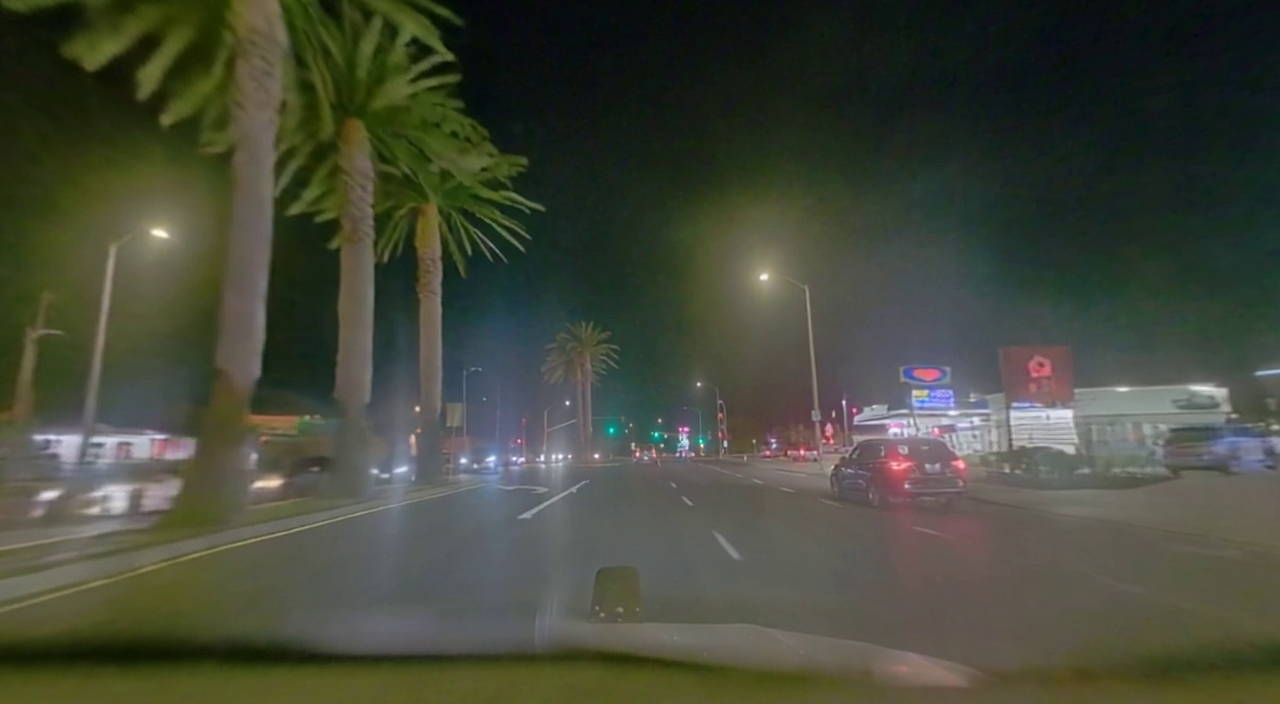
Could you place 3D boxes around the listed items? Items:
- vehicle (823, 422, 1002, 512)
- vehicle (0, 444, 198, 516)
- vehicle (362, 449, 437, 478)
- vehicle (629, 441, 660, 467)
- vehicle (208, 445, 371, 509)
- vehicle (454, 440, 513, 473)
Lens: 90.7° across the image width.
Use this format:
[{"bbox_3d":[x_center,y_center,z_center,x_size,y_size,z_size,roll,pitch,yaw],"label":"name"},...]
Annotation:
[{"bbox_3d":[6.262,2.715,15.375,2.066,1.807,4.893,0,-9,-1],"label":"vehicle"},{"bbox_3d":[-16.312,3.691,18.921,2.183,1.814,5.403,-1,-9,1],"label":"vehicle"},{"bbox_3d":[-13.546,6.286,36.023,2.098,1.478,4.928,-1,-9,4],"label":"vehicle"},{"bbox_3d":[0.348,7.508,46.749,2.177,1.754,3.815,0,-9,1],"label":"vehicle"},{"bbox_3d":[-9.242,3.288,17.181,1.891,1.473,4.297,0,-9,1],"label":"vehicle"},{"bbox_3d":[-9.118,6.105,37.298,2.042,1.782,4.919,-1,-9,2],"label":"vehicle"}]
